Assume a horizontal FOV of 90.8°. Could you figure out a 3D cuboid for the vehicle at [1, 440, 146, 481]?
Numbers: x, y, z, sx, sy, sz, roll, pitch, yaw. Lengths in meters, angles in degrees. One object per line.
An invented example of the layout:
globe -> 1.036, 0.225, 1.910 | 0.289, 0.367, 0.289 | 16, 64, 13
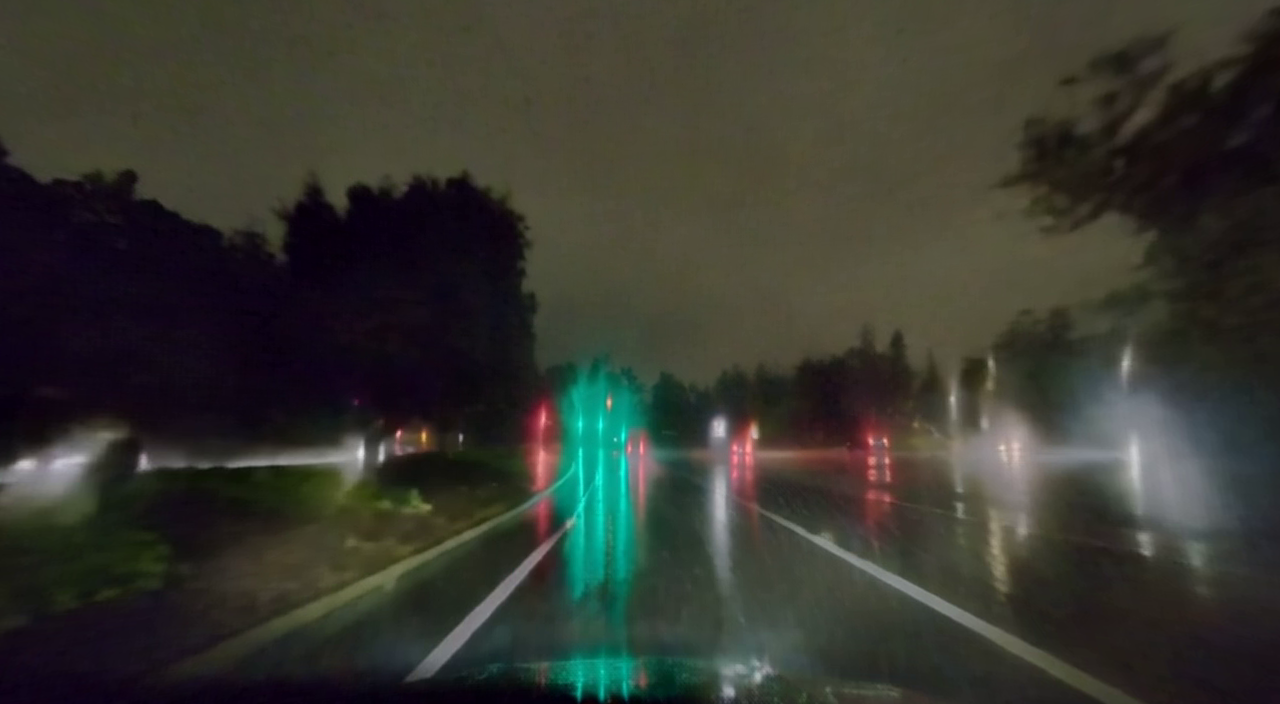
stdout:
vehicle -> -22.273, 4.266, 25.127 | 1.826, 1.473, 4.374 | 0, -9, -2
